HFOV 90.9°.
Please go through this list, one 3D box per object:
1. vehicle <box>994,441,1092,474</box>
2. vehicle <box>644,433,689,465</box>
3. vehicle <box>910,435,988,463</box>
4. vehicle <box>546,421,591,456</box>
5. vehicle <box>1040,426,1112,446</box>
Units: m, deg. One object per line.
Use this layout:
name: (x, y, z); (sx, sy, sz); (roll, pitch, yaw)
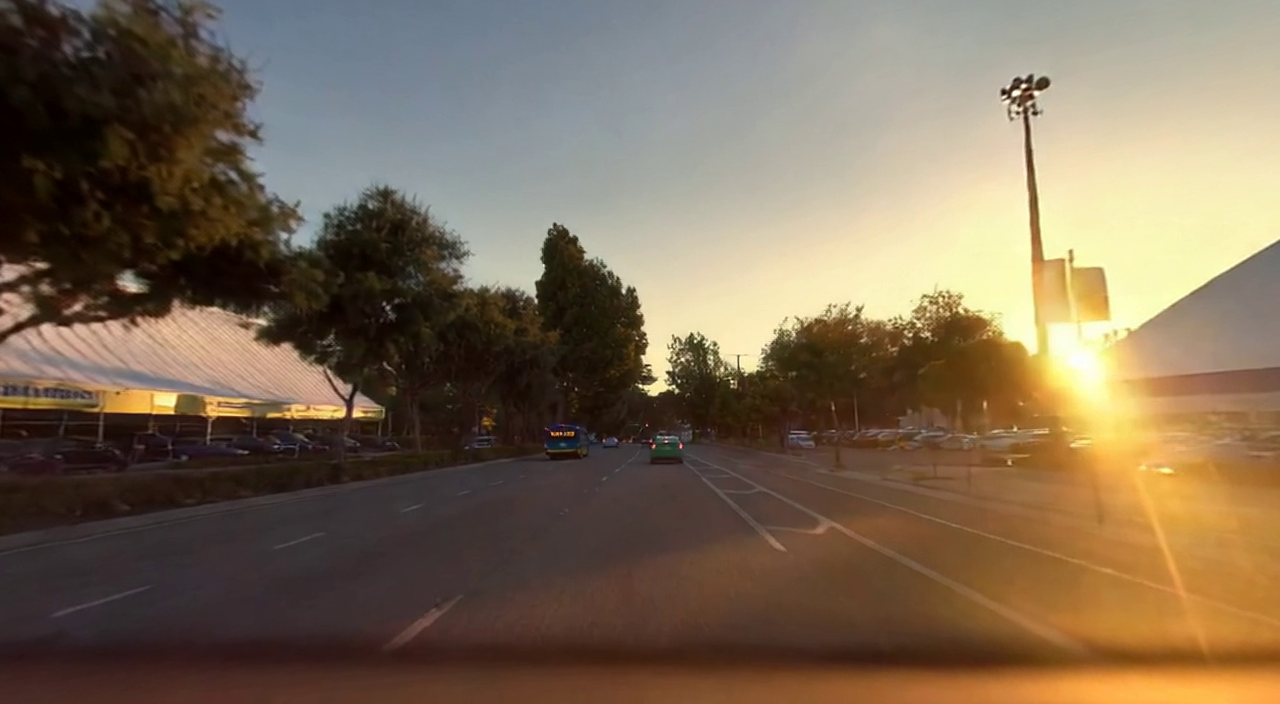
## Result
vehicle: (19.408, 5.078, 30.676); (1.849, 1.466, 4.831); (-1, -9, 4)
vehicle: (1.295, 4.935, 32.055); (2.123, 1.498, 4.226); (0, -9, 1)
vehicle: (19.961, 6.303, 41.118); (2.229, 1.661, 5.991); (0, -9, 2)
vehicle: (-5.478, 6.805, 49.289); (2.485, 2.556, 6.363); (-1, -9, 3)
vehicle: (34.279, 6.632, 49.682); (4.215, 1.462, 1.883); (0, -9, 0)
